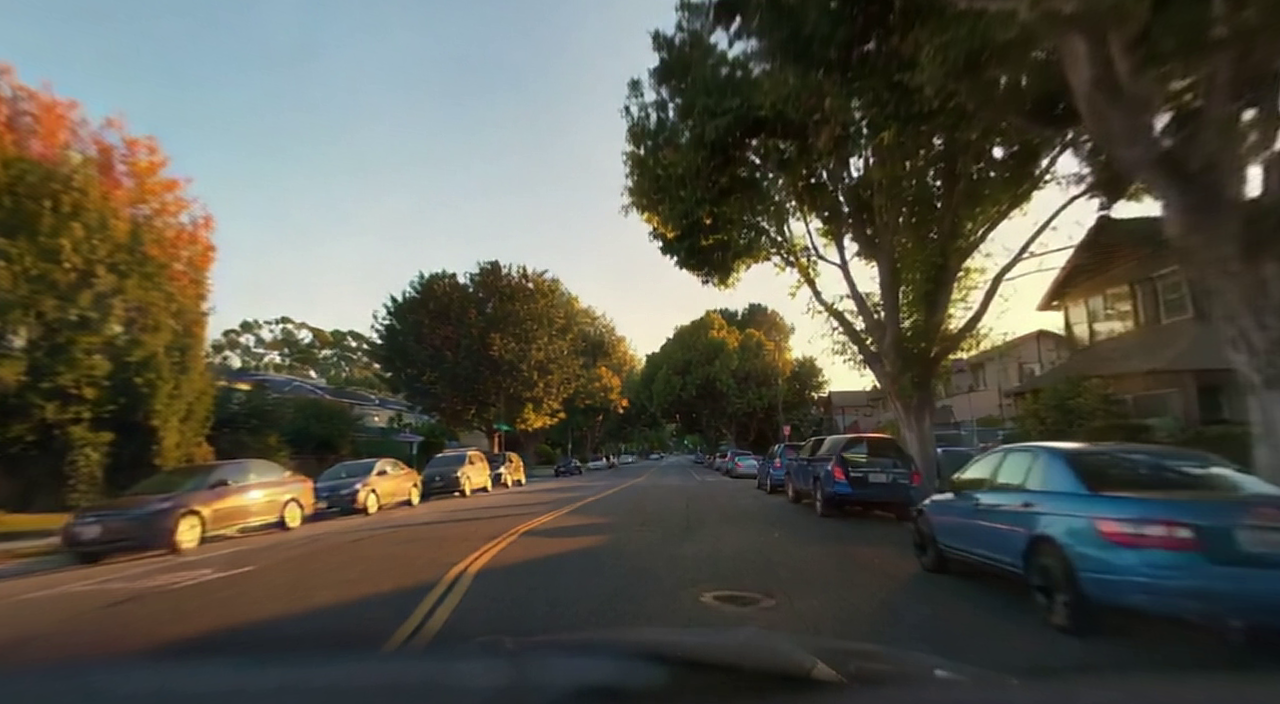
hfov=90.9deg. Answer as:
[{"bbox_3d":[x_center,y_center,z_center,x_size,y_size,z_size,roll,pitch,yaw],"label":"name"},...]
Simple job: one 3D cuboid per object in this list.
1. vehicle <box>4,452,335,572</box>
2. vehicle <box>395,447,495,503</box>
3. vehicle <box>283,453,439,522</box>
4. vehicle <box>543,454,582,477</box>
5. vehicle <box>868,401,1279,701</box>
[{"bbox_3d":[-7.361,2.493,10.704,1.963,1.470,4.671,-2,-9,1],"label":"vehicle"},{"bbox_3d":[-6.814,4.315,22.651,1.973,1.755,4.528,-1,-8,3],"label":"vehicle"},{"bbox_3d":[-7.132,3.467,16.742,1.948,1.477,4.518,-2,-9,2],"label":"vehicle"},{"bbox_3d":[-5.433,8.006,44.658,1.903,1.463,4.526,-2,-8,4],"label":"vehicle"},{"bbox_3d":[4.113,1.524,6.137,2.216,1.779,4.630,0,-8,2],"label":"vehicle"}]
